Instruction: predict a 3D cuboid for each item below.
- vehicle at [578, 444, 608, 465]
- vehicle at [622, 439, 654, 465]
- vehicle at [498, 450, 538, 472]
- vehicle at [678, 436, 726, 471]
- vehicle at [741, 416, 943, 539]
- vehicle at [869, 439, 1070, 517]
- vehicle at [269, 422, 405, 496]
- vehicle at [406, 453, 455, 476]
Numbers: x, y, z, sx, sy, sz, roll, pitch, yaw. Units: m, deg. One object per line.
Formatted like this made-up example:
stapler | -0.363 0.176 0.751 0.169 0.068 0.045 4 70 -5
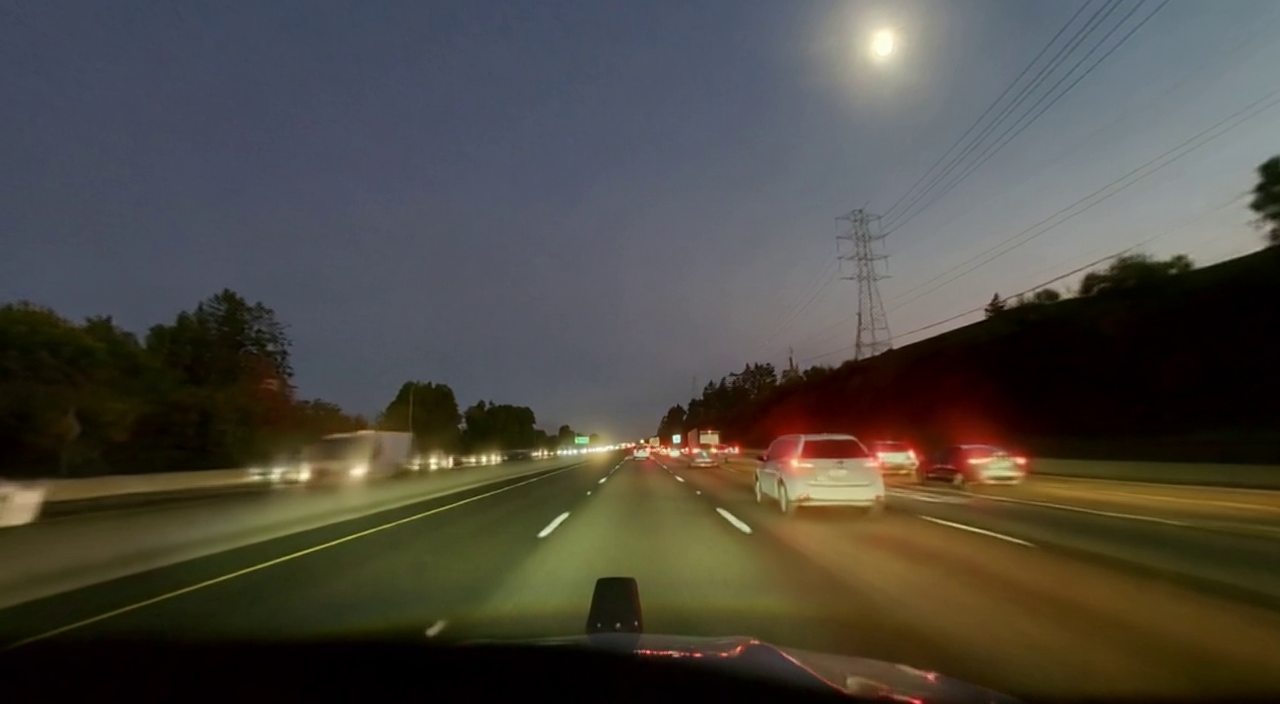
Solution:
vehicle | -3.687 8.069 49.776 2.051 1.510 4.373 0 -8 0
vehicle | -0.156 7.504 47.264 2.314 1.796 4.254 0 -8 -1
vehicle | -8.632 7.715 44.853 1.951 1.443 4.201 0 -8 2
vehicle | 3.514 5.834 36.421 2.095 1.886 4.727 0 -8 -2
vehicle | 3.280 2.142 11.381 2.111 1.755 4.459 0 -8 -1
vehicle | 6.951 2.679 13.973 1.992 1.431 4.506 0 -8 0
vehicle | -11.630 4.154 24.846 2.385 2.547 5.968 0 -8 0
vehicle | -14.912 7.993 45.092 1.887 1.489 4.698 0 -9 0
